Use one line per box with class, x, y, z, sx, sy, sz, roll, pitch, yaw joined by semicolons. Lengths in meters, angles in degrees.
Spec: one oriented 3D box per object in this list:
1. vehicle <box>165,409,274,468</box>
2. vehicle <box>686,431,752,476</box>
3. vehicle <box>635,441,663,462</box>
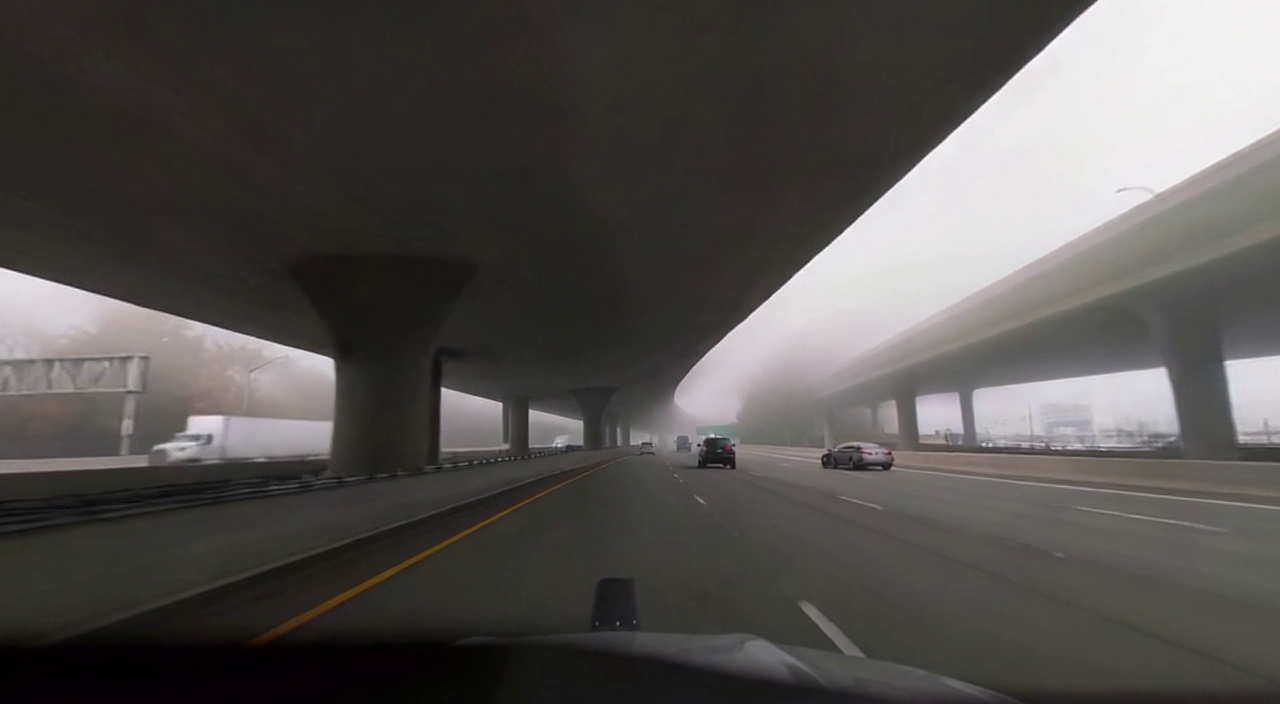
vehicle;-30.250;6.289;45.857;3.000;3.923;6.648;-1;-9;2
vehicle;3.346;4.436;27.801;2.226;1.779;4.835;0;-9;-1
vehicle;0.706;7.574;48.080;2.046;1.475;3.784;0;-9;1
